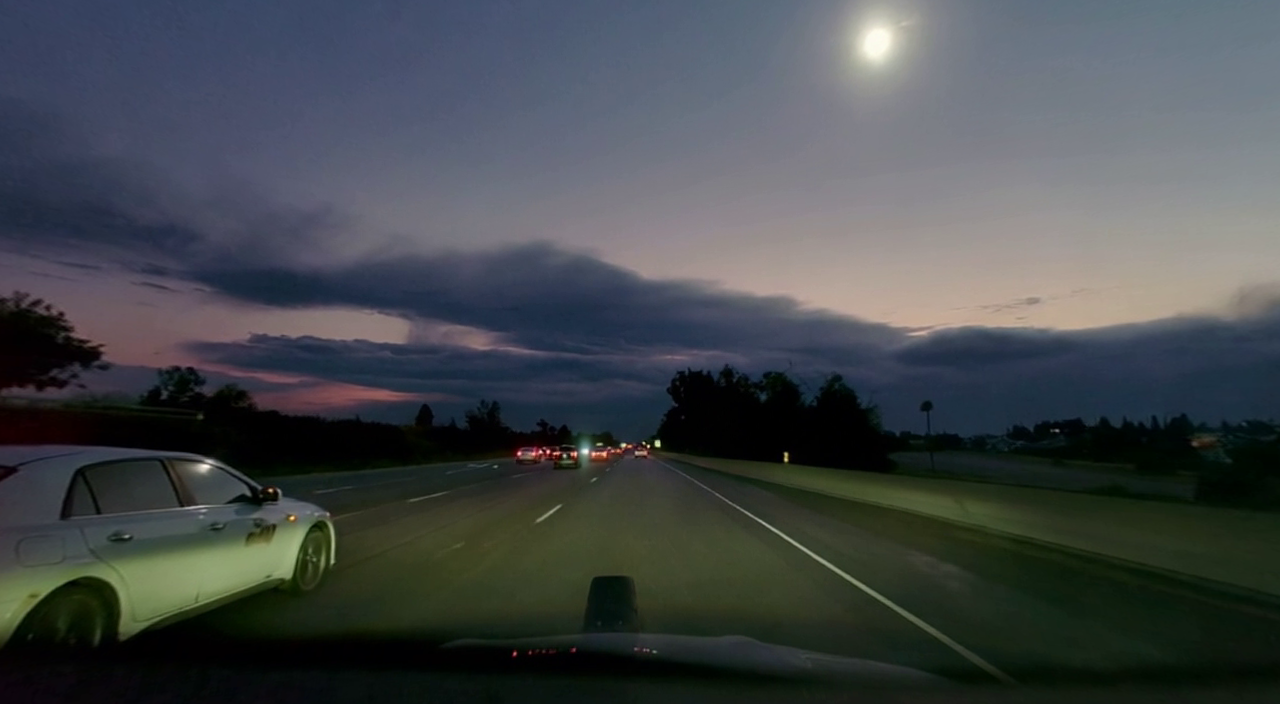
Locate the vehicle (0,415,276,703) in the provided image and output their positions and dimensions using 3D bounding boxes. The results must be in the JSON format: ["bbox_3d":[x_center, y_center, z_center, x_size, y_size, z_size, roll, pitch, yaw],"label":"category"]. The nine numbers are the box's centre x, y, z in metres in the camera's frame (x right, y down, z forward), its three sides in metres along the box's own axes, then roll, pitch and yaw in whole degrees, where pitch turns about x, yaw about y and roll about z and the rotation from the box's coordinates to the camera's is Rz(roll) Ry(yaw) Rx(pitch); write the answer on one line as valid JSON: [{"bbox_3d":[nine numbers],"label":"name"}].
[{"bbox_3d":[-4.065,1.054,2.998,1.965,1.485,4.460,0,-9,0],"label":"vehicle"}]

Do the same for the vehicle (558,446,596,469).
[{"bbox_3d":[-4.185,7.106,42.645,2.120,1.458,4.031,0,-9,0],"label":"vehicle"}]
